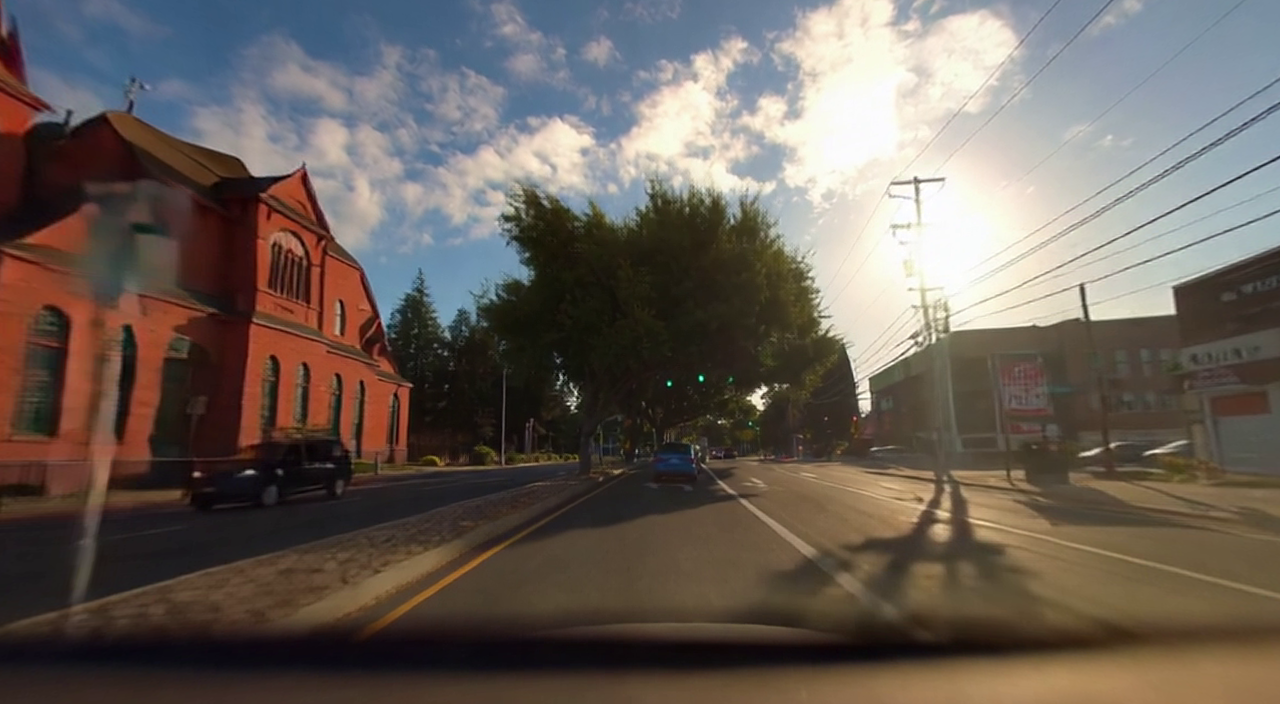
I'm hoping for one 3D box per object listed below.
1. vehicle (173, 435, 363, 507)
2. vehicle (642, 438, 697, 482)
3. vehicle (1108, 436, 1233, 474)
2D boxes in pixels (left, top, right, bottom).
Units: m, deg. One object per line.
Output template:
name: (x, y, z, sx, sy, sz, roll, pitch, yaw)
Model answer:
vehicle: (-10.823, 3.481, 18.987, 2.159, 1.850, 4.944, -2, -9, 9)
vehicle: (1.250, 4.373, 25.725, 2.032, 1.621, 4.082, -1, -9, 4)
vehicle: (25.639, 4.973, 30.588, 4.510, 1.733, 2.066, 1, -9, -10)
